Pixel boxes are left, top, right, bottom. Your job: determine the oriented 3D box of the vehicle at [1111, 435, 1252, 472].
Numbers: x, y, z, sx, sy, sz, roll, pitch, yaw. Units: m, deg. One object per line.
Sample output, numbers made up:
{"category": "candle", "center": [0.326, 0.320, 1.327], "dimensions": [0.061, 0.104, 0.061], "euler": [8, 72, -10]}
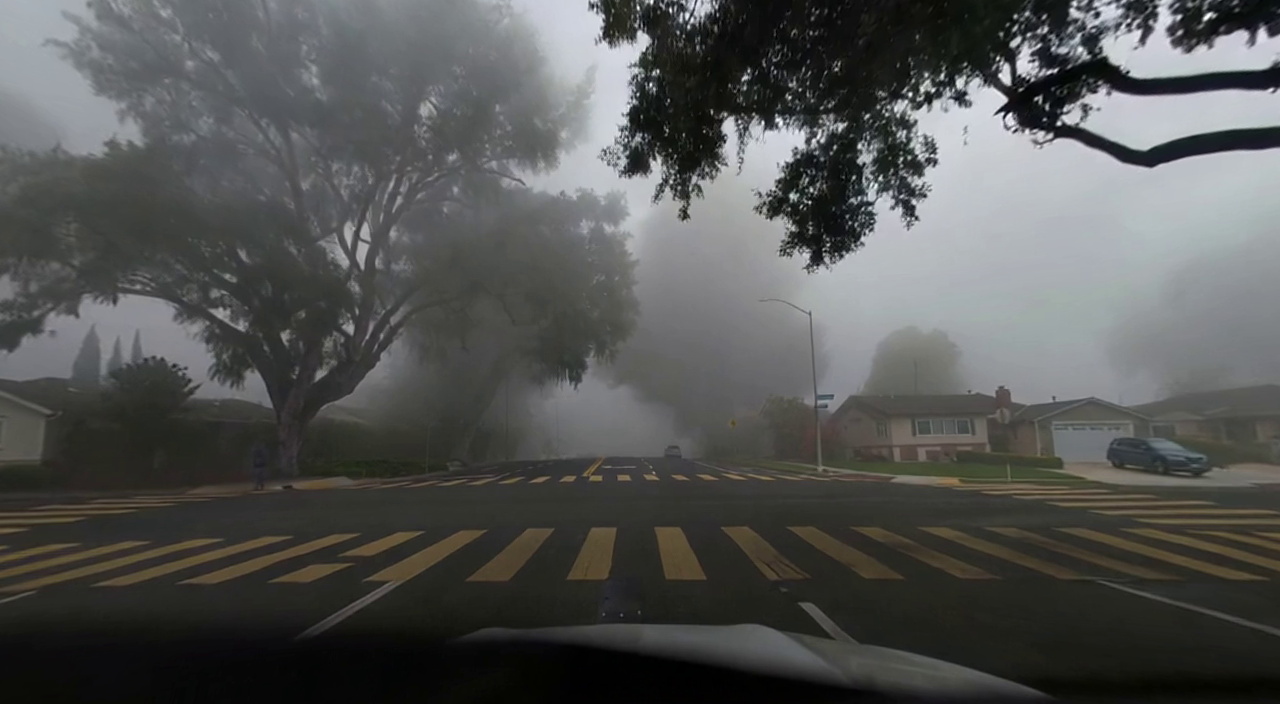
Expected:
{"category": "vehicle", "center": [26.323, 4.963, 31.055], "dimensions": [2.152, 1.606, 5.402], "euler": [0, -9, 0]}
